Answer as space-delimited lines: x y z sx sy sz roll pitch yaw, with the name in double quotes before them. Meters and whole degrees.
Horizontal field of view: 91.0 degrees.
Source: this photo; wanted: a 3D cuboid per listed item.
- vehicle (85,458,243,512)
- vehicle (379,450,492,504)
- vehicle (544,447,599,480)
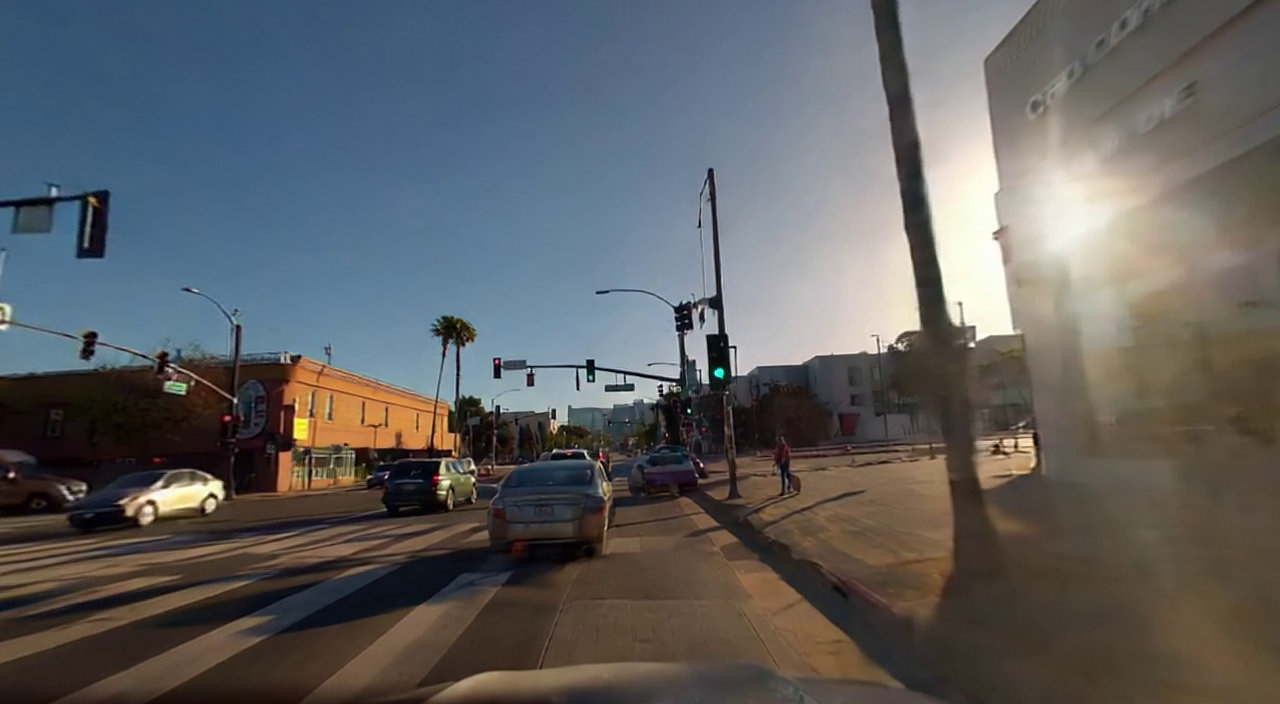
"vehicle" -15.645 4.465 21.052 1.964 1.485 4.252 -4 -12 0
"vehicle" -6.308 3.877 20.027 1.960 1.479 4.654 0 -9 1
"vehicle" -3.217 5.345 30.532 2.147 1.472 4.406 0 -9 1
